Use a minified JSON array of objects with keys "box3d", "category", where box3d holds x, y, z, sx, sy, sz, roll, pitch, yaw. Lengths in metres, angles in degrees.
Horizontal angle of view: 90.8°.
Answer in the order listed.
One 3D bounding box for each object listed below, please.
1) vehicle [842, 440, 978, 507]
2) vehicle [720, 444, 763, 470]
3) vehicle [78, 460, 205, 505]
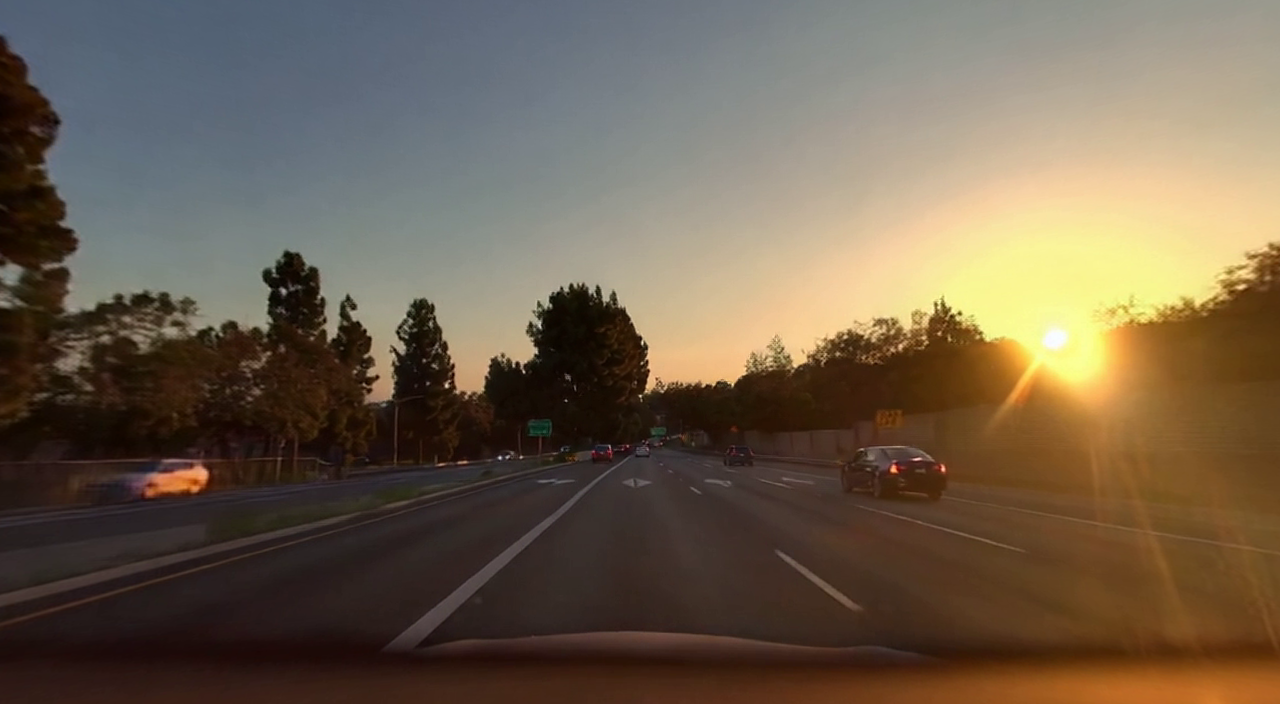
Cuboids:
[{"box3d":[6.806,3.061,16.386,1.838,1.518,3.713,0,-8,-1],"category":"vehicle"},{"box3d":[6.576,6.849,41.493,1.987,1.597,4.463,0,-8,-2],"category":"vehicle"},{"box3d":[-19.716,5.159,25.257,1.797,1.528,3.941,0,-8,1],"category":"vehicle"}]
